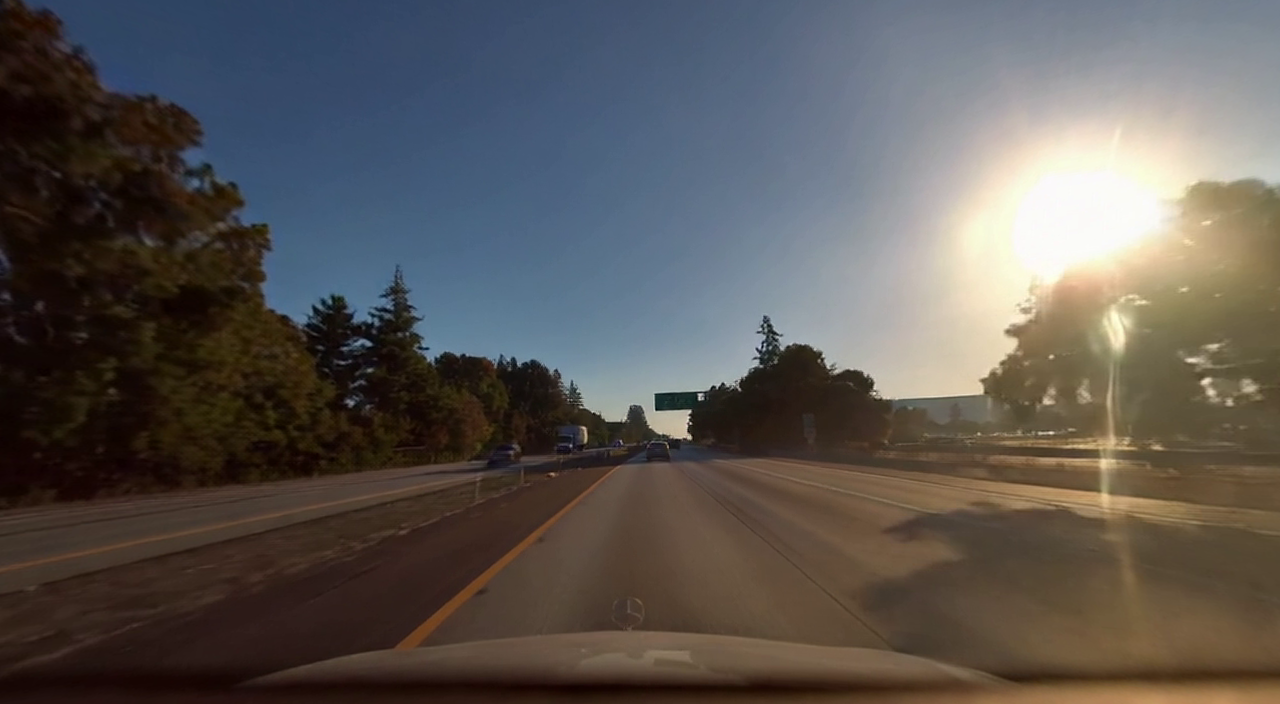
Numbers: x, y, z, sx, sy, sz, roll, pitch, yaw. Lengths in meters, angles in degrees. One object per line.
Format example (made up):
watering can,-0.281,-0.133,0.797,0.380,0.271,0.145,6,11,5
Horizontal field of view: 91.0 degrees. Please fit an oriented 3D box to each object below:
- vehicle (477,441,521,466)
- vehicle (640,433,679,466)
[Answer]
vehicle,-9.283,6.703,41.748,1.850,1.523,4.054,0,-8,1
vehicle,1.206,6.054,39.268,2.301,1.944,4.554,0,-8,2
